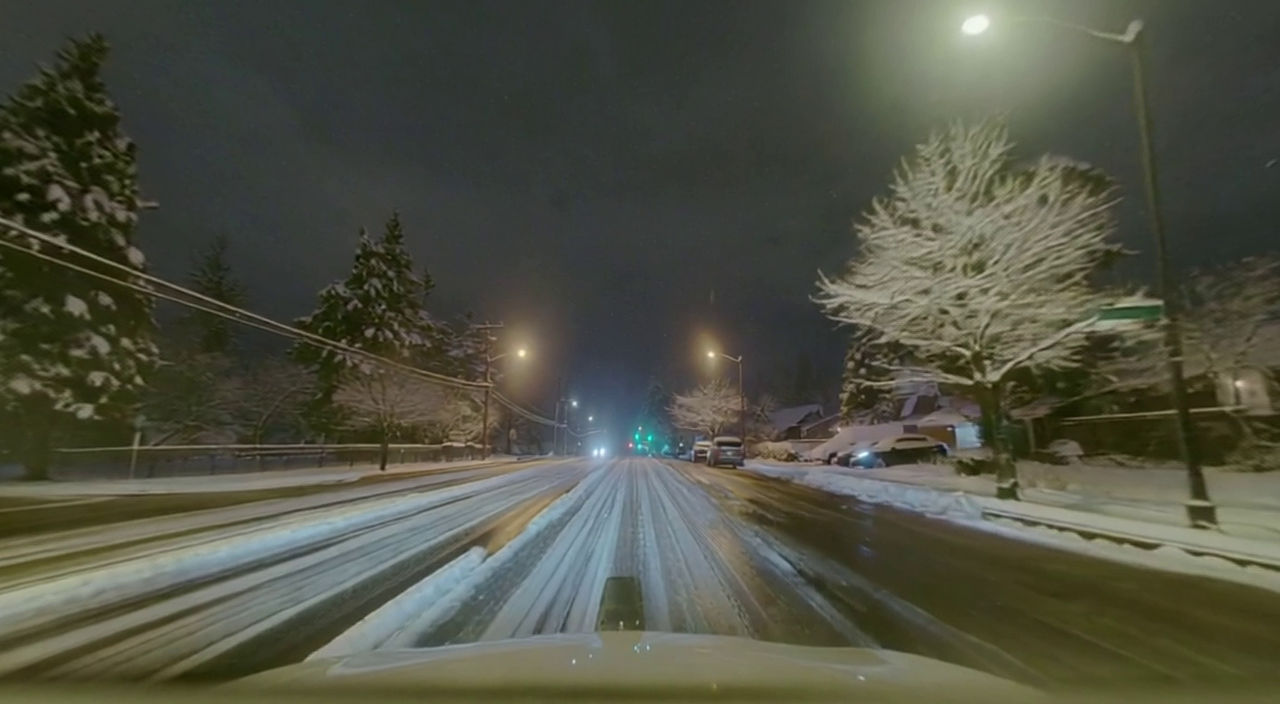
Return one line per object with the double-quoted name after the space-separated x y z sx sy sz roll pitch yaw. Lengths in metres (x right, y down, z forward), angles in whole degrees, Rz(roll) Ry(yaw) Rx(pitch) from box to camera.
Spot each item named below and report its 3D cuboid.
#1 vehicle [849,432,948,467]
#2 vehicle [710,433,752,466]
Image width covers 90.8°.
14.394 5.450 35.358 4.637 1.842 2.016 0 -9 2 "vehicle"
6.315 6.850 44.595 2.275 2.132 5.726 0 -9 1 "vehicle"
